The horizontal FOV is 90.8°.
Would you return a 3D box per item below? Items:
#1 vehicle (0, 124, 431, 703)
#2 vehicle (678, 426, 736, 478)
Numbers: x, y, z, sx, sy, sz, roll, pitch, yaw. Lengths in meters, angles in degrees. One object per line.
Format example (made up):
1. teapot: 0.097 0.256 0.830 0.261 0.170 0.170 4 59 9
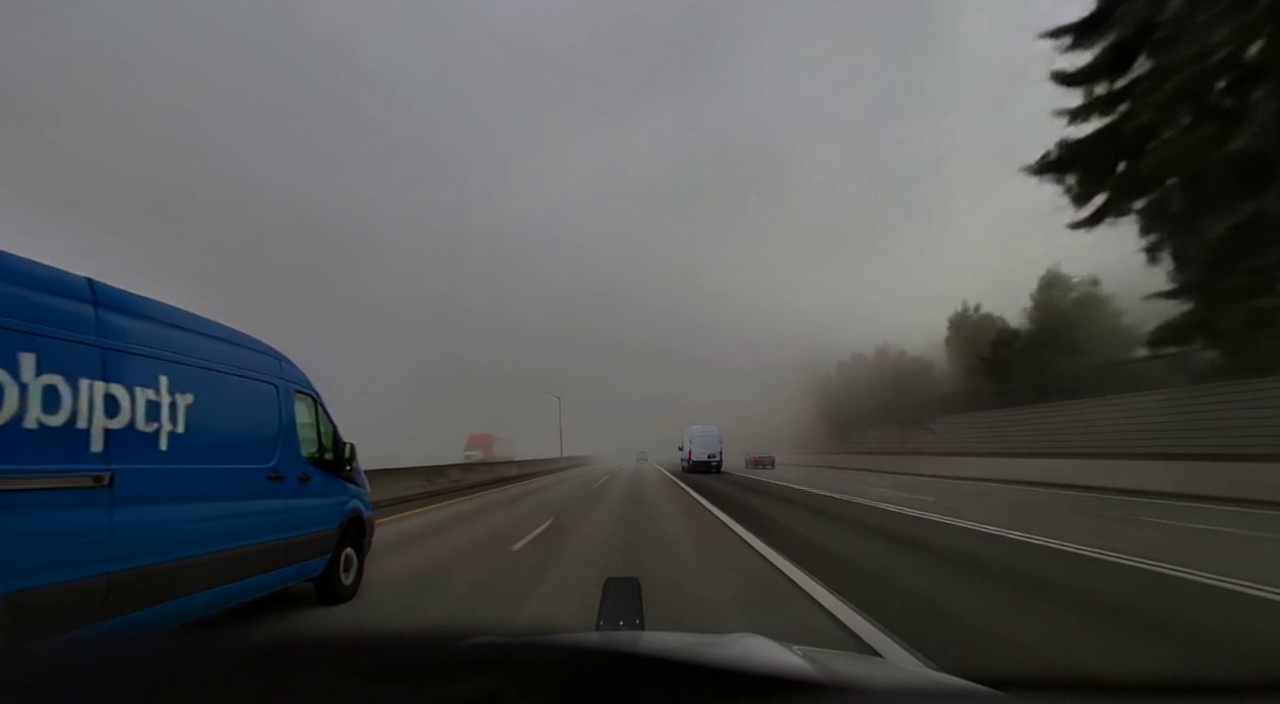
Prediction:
1. vehicle: -3.546 0.663 3.720 2.409 2.523 6.275 0 -9 0
2. vehicle: 3.540 5.471 34.610 2.373 2.561 5.922 0 -9 -1
